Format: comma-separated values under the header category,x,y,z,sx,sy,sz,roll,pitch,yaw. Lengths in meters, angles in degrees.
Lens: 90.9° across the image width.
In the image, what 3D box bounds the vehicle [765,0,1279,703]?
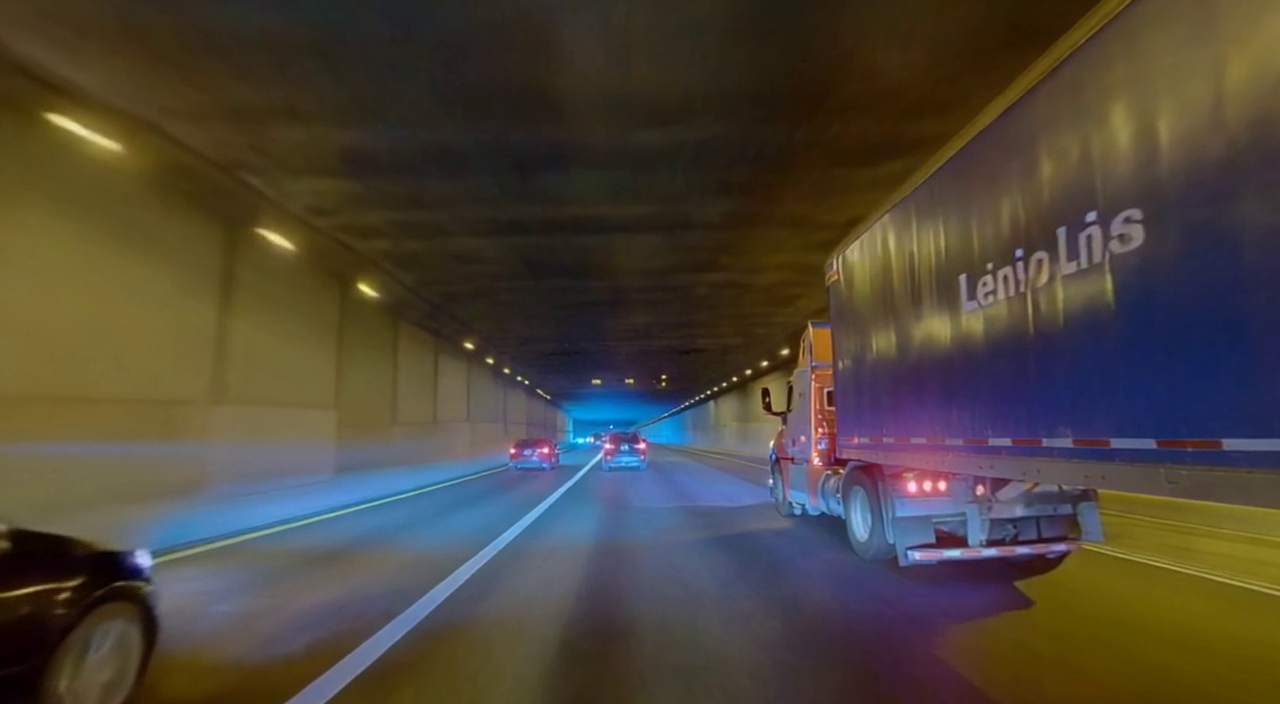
category,x,y,z,sx,sy,sz,roll,pitch,yaw
vehicle,3.922,-0.003,4.959,2.842,4.108,14.081,0,-8,-1

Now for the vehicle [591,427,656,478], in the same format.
category,x,y,z,sx,sy,sz,roll,pitch,yaw
vehicle,-0.558,3.467,22.053,2.094,1.600,3.666,0,-8,-1

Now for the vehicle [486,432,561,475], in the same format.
category,x,y,z,sx,sy,sz,roll,pitch,yaw
vehicle,-4.287,3.805,23.970,2.019,1.435,4.317,0,-8,0

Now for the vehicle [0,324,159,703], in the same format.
category,x,y,z,sx,sy,sz,roll,pitch,yaw
vehicle,-3.305,0.648,1.618,1.826,1.695,2.870,0,-8,-1
